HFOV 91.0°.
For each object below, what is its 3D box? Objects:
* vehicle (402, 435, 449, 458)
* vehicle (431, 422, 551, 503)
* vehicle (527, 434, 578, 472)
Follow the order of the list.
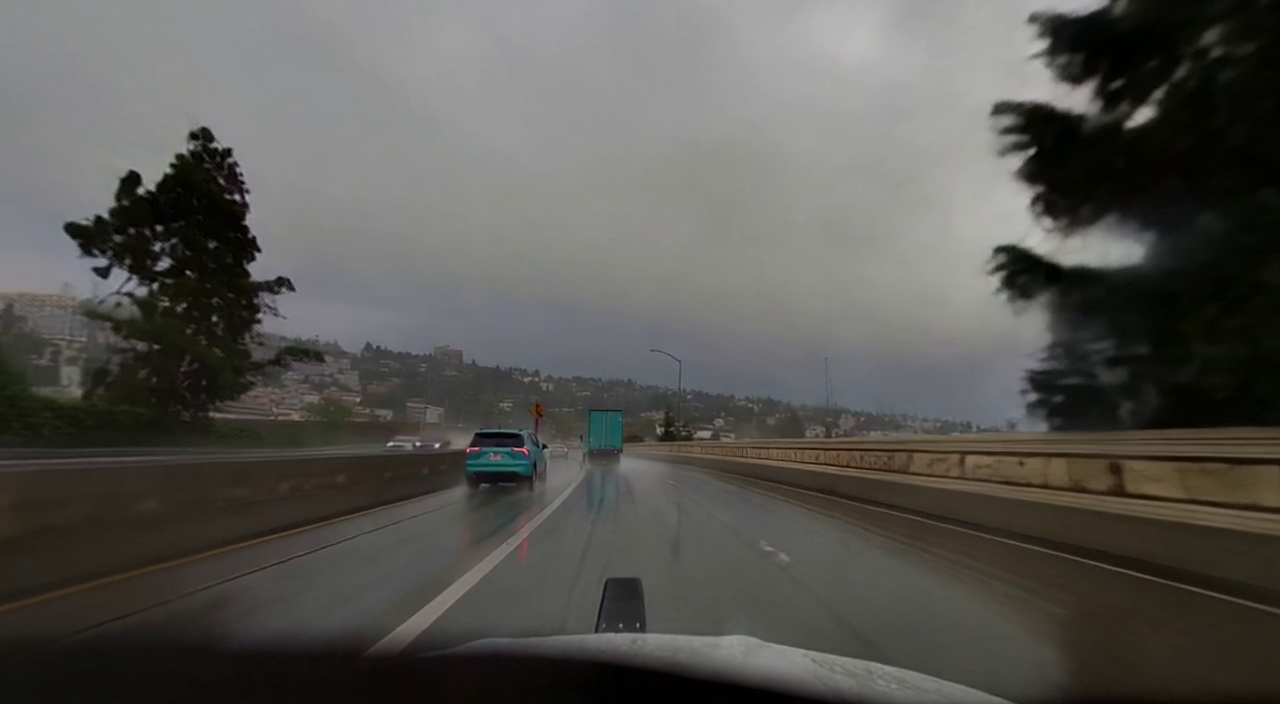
[{"bbox_3d":[-15.363,6.796,45.284,1.988,1.499,4.591,1,-9,-3],"label":"vehicle"},{"bbox_3d":[-3.541,2.736,15.904,2.041,1.734,4.391,1,-9,-1],"label":"vehicle"},{"bbox_3d":[-4.230,4.969,31.142,2.044,1.740,4.361,1,-9,-2],"label":"vehicle"}]
